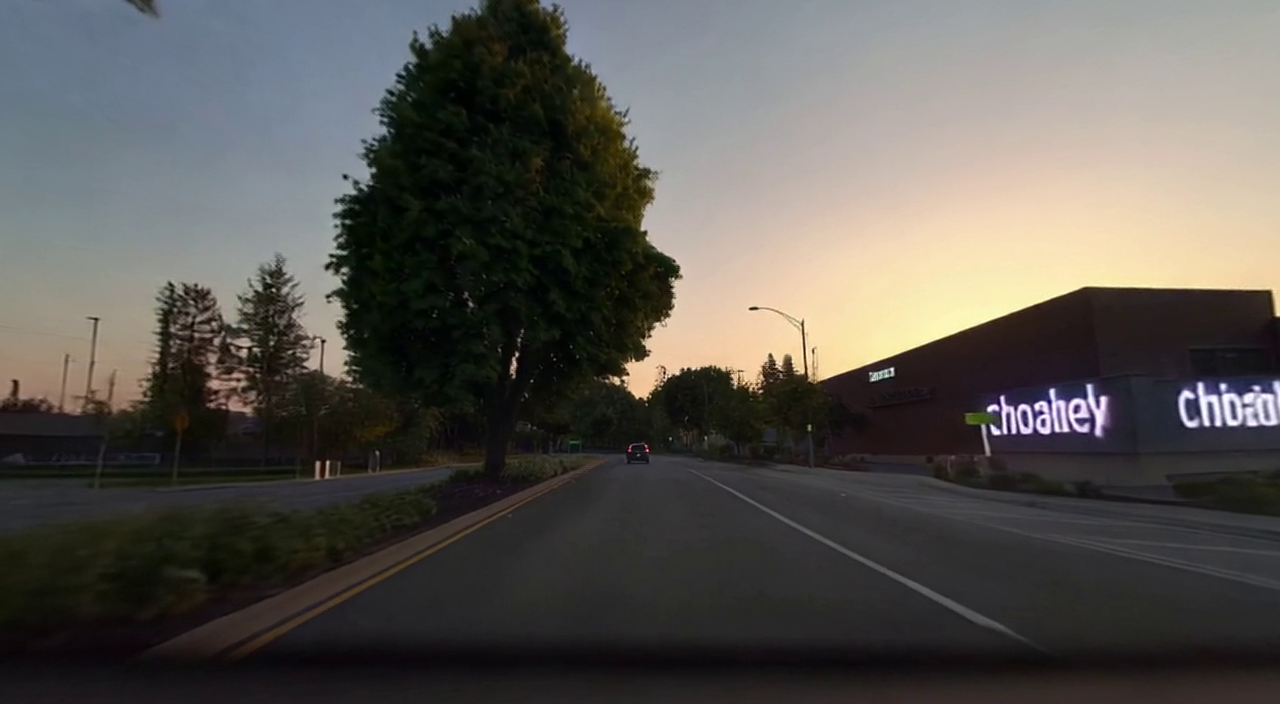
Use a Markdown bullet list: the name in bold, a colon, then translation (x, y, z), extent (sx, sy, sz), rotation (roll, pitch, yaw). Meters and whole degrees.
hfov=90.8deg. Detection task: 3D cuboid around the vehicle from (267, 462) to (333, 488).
- **vehicle**: translation (-20.918, 7.543, 39.059), extent (1.904, 1.412, 3.929), rotation (0, -8, 0)
